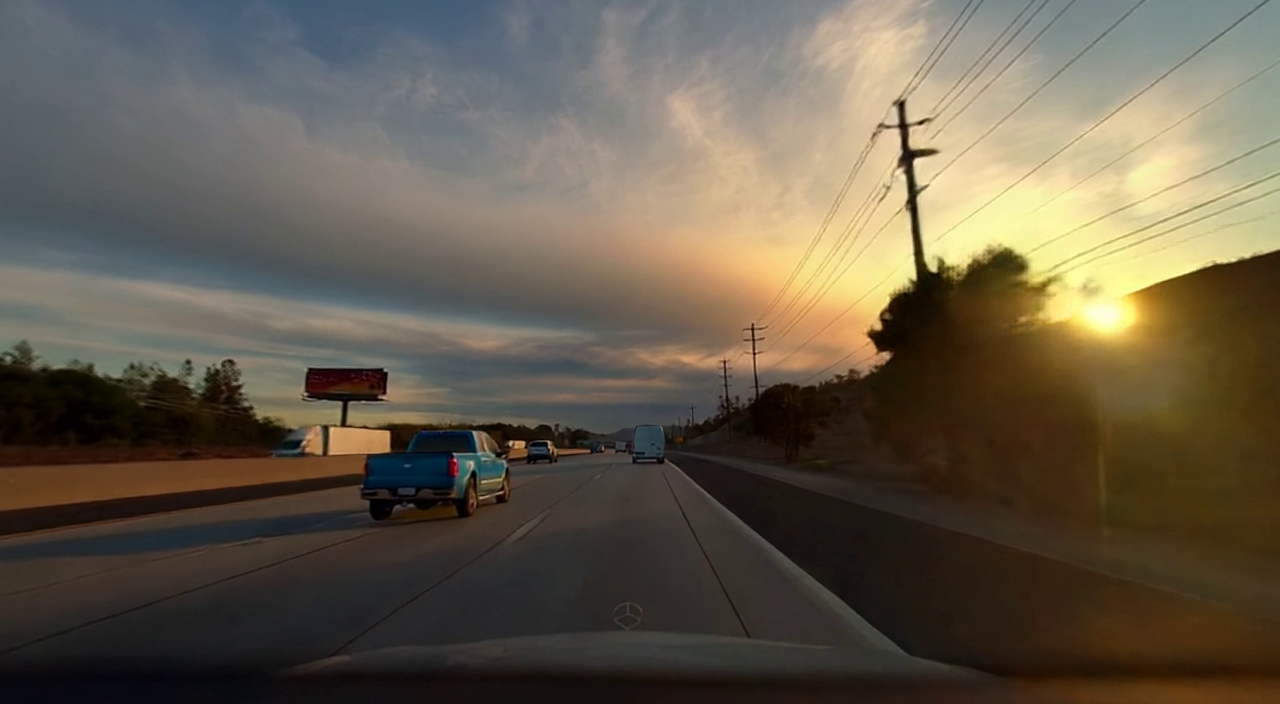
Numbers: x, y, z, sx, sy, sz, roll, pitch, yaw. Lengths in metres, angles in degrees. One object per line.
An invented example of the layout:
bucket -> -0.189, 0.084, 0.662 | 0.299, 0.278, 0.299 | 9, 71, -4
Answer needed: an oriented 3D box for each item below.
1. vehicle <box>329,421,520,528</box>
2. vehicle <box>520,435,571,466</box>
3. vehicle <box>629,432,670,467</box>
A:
vehicle -> -4.006, 2.368, 12.748 | 2.145, 1.730, 4.729 | 0, -8, 1
vehicle -> -6.882, 7.298, 46.758 | 2.695, 2.084, 6.836 | 0, -8, 1
vehicle -> 0.635, 6.866, 44.245 | 2.692, 2.279, 5.695 | 0, -8, 1
